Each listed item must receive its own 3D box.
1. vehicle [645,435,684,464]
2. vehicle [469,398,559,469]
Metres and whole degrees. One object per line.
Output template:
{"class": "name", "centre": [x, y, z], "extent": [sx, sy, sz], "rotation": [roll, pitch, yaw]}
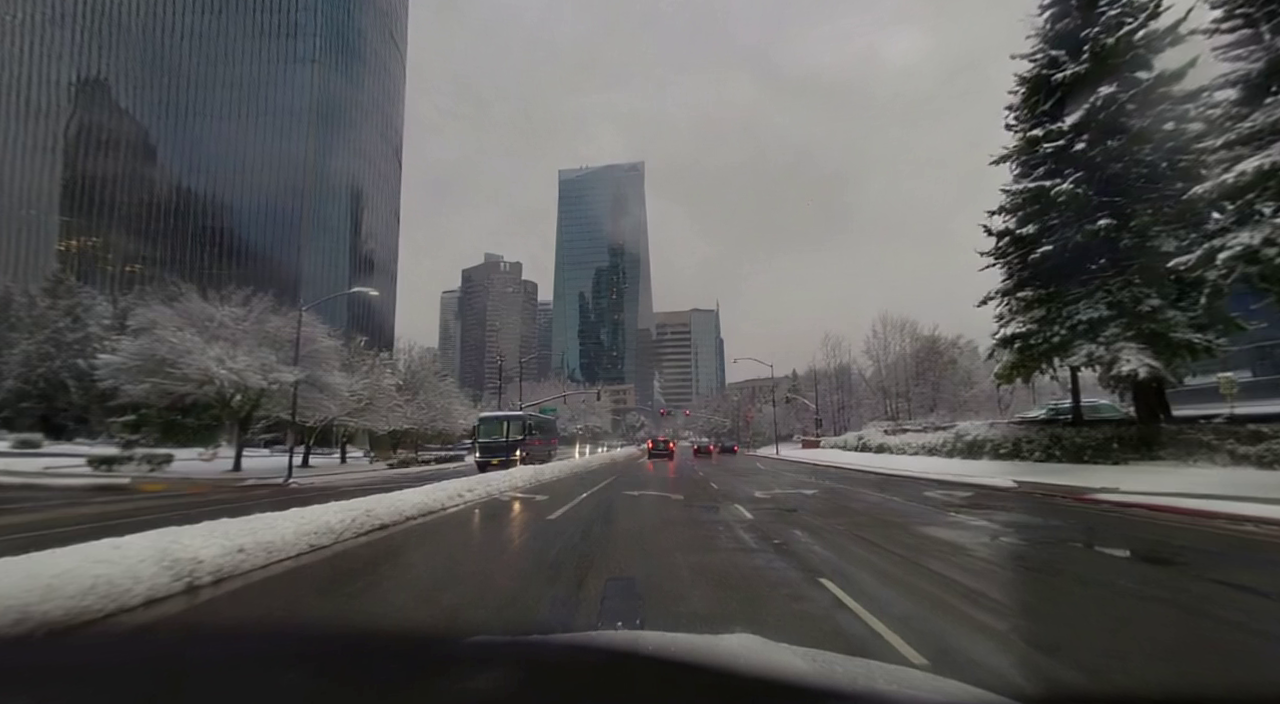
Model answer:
{"class": "vehicle", "centre": [1.737, 6.890, 44.435], "extent": [2.601, 1.878, 4.535], "rotation": [0, -9, 2]}
{"class": "vehicle", "centre": [-7.683, 5.381, 40.558], "extent": [3.065, 3.928, 11.252], "rotation": [0, -9, 2]}
